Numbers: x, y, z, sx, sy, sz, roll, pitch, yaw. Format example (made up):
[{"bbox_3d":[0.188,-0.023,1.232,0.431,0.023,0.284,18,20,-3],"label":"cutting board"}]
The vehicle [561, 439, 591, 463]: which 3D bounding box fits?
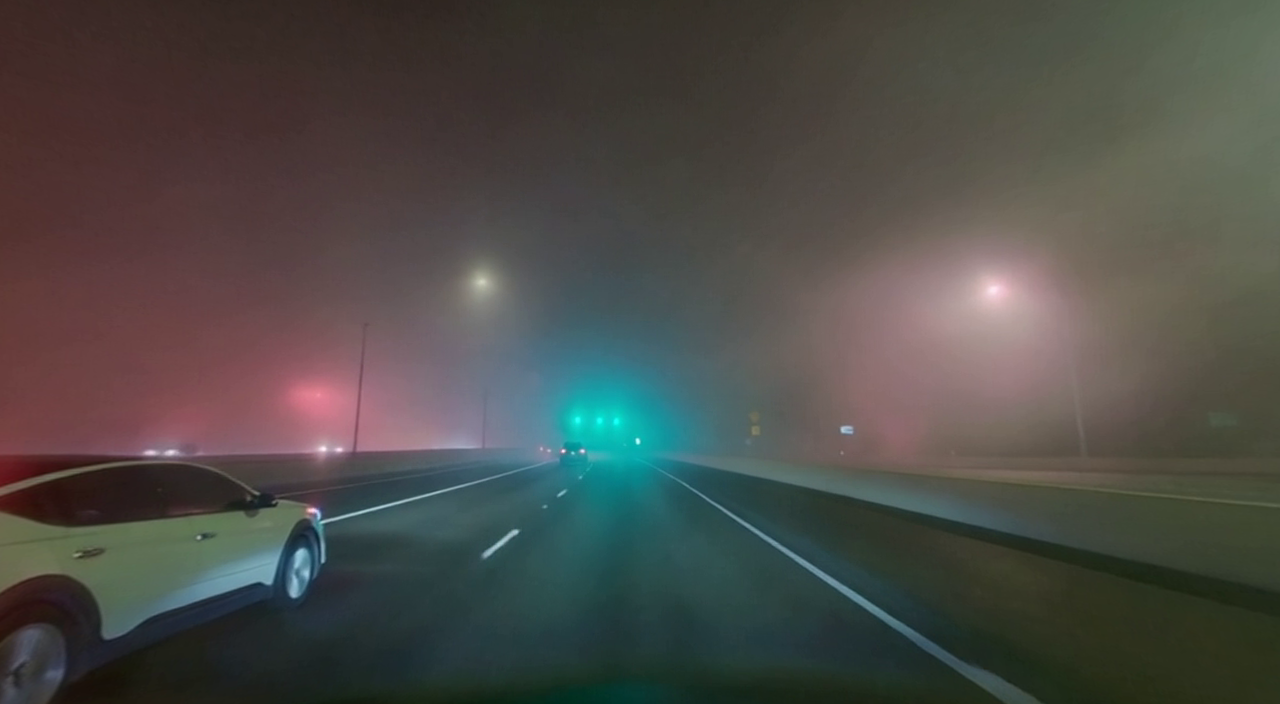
[{"bbox_3d":[-4.685,7.271,46.544,1.971,1.643,4.009,0,-8,-3],"label":"vehicle"}]
